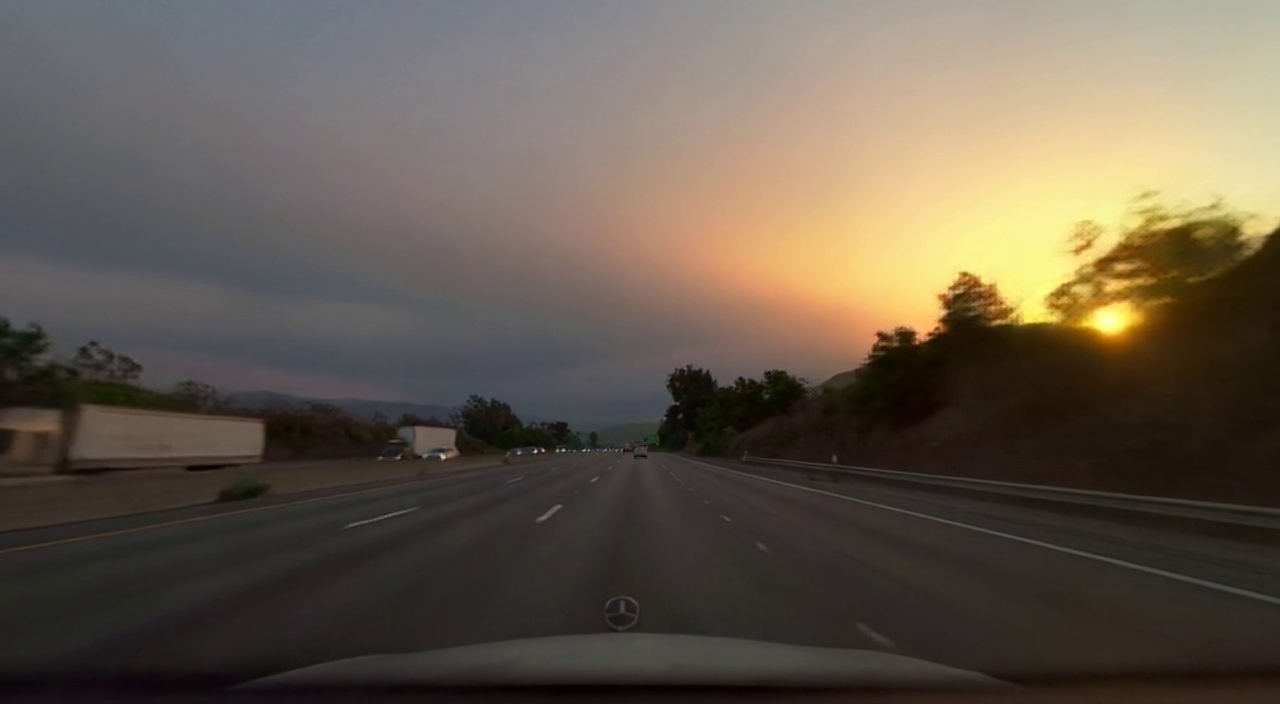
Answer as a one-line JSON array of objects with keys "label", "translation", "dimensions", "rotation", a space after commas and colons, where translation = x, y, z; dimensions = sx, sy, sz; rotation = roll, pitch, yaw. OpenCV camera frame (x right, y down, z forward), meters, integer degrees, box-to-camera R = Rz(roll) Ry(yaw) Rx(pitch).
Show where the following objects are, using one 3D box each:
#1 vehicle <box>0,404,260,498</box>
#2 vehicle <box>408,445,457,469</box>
[{"label": "vehicle", "translation": [-26.672, 5.384, 34.463], "dimensions": [2.915, 4.076, 14.027], "rotation": [0, -9, -1]}, {"label": "vehicle", "translation": [-15.637, 7.906, 47.444], "dimensions": [2.033, 1.695, 4.724], "rotation": [-1, -9, 1]}]
